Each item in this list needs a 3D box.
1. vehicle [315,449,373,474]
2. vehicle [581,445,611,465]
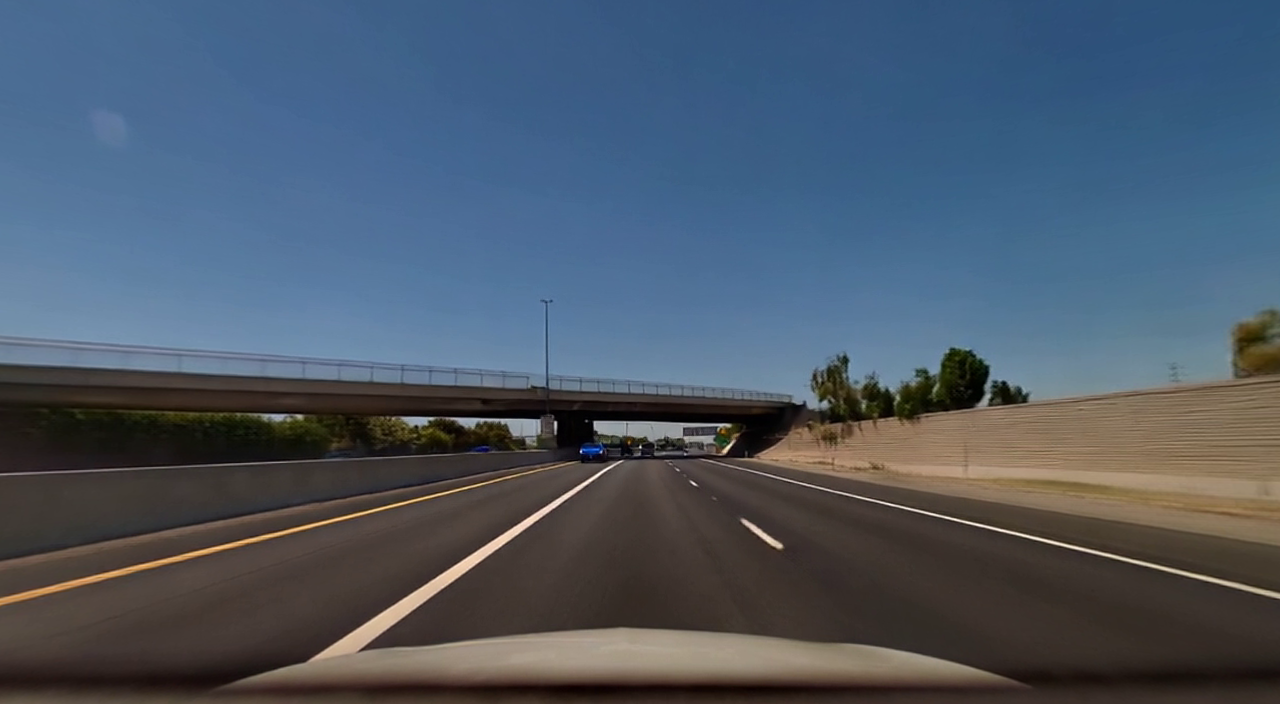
[{"bbox_3d":[-20.172,7.466,43.039,1.775,1.523,4.403,0,-8,1],"label":"vehicle"},{"bbox_3d":[-3.409,8.048,49.210,2.001,1.521,3.900,-1,-9,1],"label":"vehicle"}]
